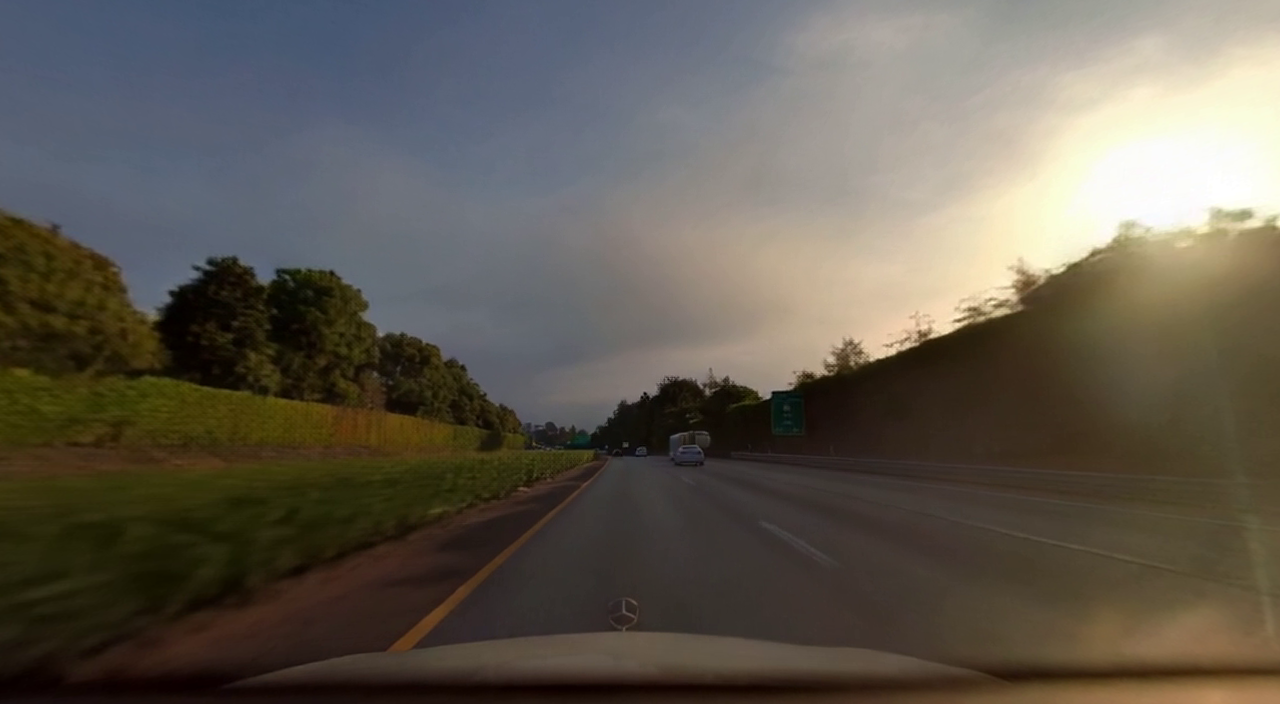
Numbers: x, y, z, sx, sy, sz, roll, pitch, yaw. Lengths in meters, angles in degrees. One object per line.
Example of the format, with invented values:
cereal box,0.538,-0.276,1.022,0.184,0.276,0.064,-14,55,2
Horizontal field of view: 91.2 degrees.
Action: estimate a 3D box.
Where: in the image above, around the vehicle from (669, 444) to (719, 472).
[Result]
vehicle,2.995,6.034,35.867,2.244,1.498,4.338,0,-9,-3
